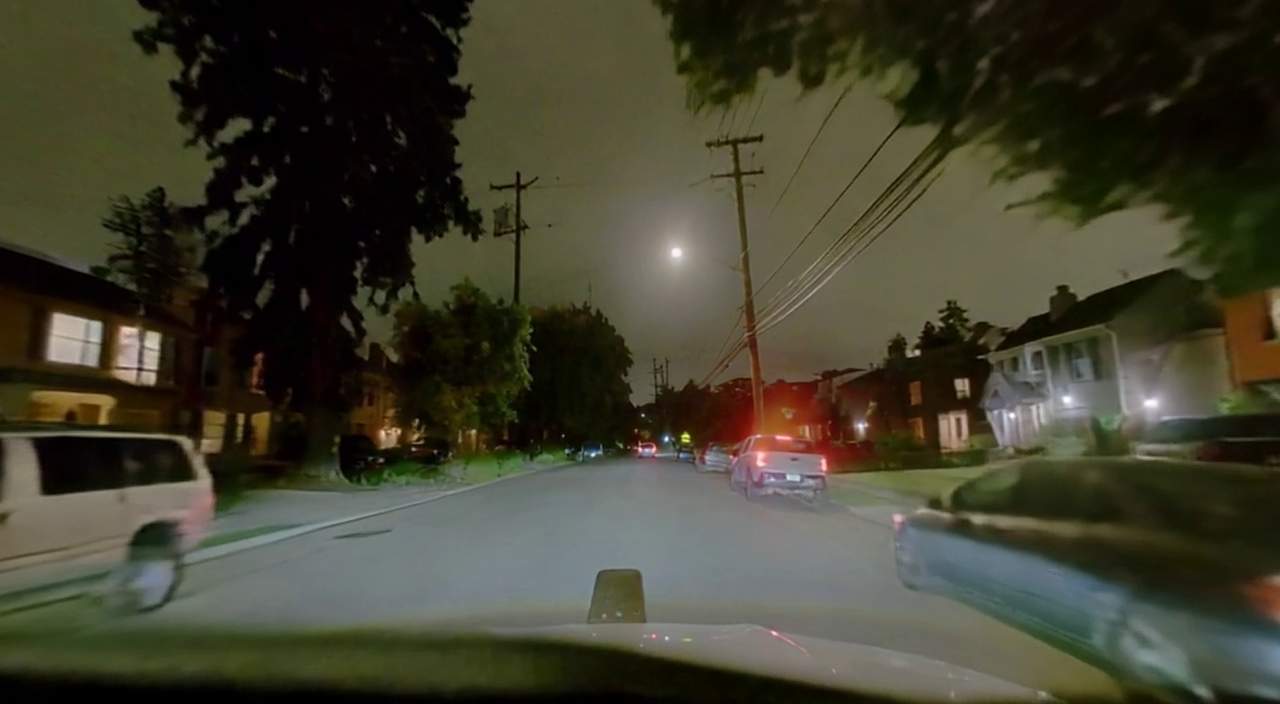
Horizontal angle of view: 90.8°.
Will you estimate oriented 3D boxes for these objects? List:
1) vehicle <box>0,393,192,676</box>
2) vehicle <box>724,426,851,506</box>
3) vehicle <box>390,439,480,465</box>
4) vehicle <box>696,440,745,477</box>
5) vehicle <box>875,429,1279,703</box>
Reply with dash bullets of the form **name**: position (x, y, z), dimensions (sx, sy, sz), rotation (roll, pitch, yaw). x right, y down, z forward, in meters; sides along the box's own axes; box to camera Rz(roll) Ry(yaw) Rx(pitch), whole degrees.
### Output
- **vehicle**: position (-5.031, 1.065, 3.409), dimensions (2.103, 1.731, 4.197), rotation (-1, -9, 0)
- **vehicle**: position (3.764, 3.043, 17.215), dimensions (2.280, 1.820, 5.001), rotation (0, -9, 0)
- **vehicle**: position (-12.492, 6.120, 38.772), dimensions (4.792, 1.521, 2.077), rotation (-1, -9, 1)
- **vehicle**: position (4.035, 5.433, 32.465), dimensions (2.066, 1.753, 4.877), rotation (-1, -9, 2)
- **vehicle**: position (3.512, 1.315, 4.234), dimensions (2.008, 1.482, 4.891), rotation (0, -9, 0)
